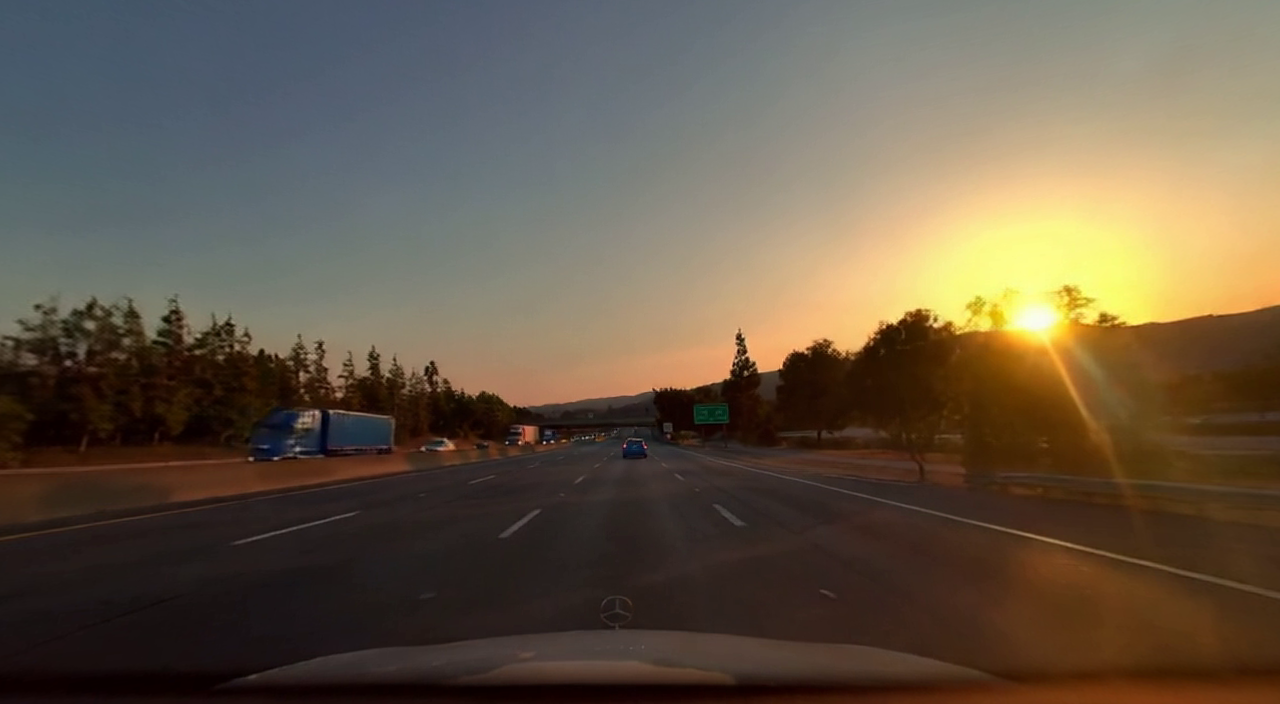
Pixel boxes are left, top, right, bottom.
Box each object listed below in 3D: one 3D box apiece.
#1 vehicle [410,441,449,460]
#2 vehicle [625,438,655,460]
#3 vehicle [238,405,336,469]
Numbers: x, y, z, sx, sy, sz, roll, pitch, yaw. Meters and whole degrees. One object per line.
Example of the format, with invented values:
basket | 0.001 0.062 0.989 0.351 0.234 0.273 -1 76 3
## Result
vehicle | -16.515 7.745 49.628 1.759 1.446 3.742 -1 -8 0
vehicle | -0.034 6.780 43.937 2.028 1.440 3.690 0 -8 -1
vehicle | -22.956 5.575 41.371 2.915 3.852 5.920 0 -8 0
